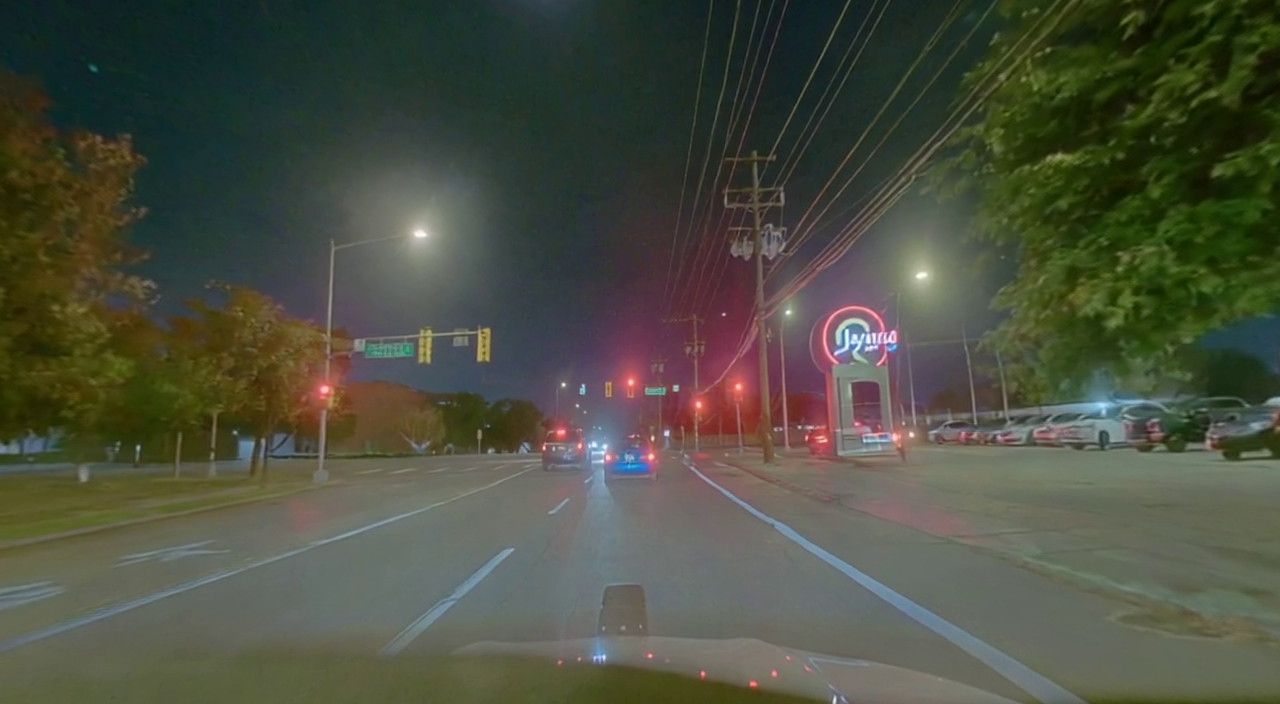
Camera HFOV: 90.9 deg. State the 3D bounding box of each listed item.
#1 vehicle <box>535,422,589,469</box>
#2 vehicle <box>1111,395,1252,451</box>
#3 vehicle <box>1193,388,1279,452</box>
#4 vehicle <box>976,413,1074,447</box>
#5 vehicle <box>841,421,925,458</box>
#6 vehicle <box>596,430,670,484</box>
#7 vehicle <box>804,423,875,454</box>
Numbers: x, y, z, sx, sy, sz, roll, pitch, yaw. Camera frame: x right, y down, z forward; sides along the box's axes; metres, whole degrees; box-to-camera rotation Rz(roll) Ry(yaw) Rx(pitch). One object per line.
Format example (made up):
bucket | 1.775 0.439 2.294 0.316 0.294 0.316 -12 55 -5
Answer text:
vehicle | -3.332 4.003 27.156 2.106 1.852 4.512 1 -8 -7
vehicle | 18.450 2.474 21.498 4.206 1.722 2.100 4 -9 -28
vehicle | 18.862 2.090 18.896 3.791 1.720 1.992 4 -9 -27
vehicle | 18.443 3.764 30.184 4.446 1.511 1.977 4 -9 -29
vehicle | 10.267 3.773 27.062 1.888 1.455 4.268 0 -8 0
vehicle | -0.292 3.242 19.792 2.070 1.481 4.216 0 -8 -2
vehicle | 10.337 4.549 33.027 1.842 1.471 4.481 1 -8 -6
